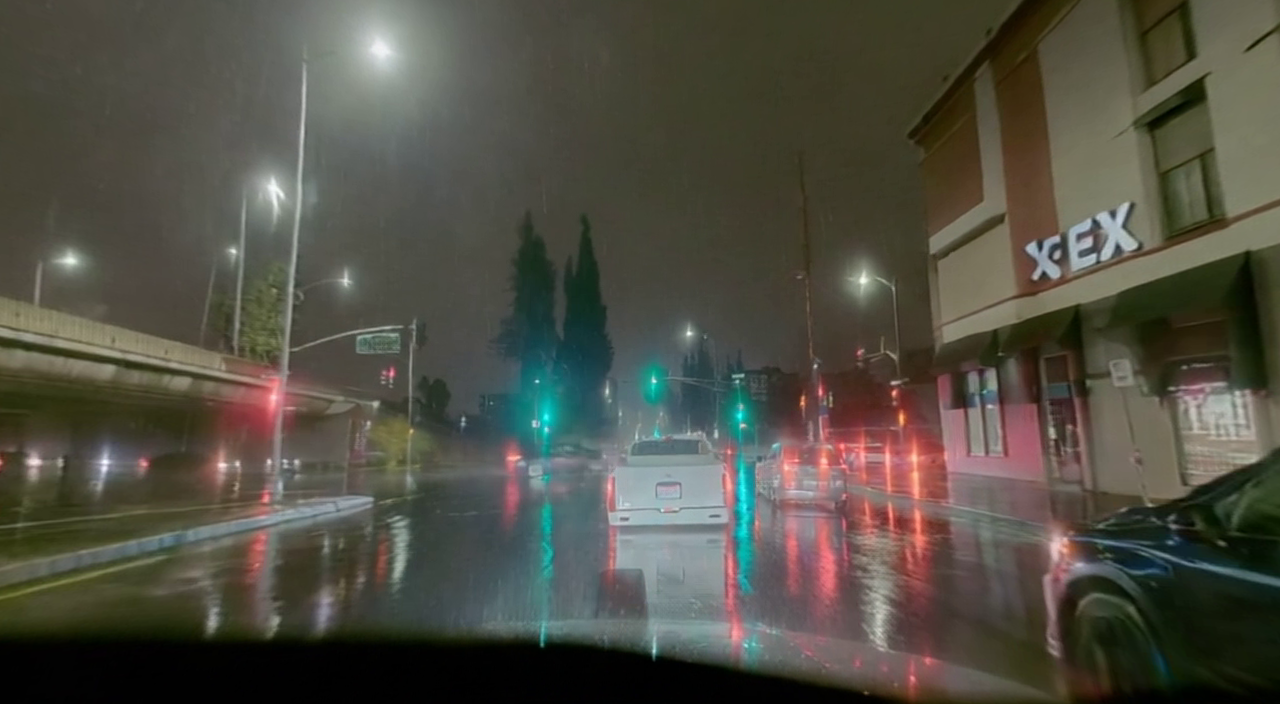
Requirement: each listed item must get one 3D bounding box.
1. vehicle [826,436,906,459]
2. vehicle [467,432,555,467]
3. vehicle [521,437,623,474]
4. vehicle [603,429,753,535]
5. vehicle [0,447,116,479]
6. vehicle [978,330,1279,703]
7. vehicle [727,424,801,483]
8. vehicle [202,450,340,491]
[{"bbox_3d":[14.564,6.188,40.796,4.498,1.439,1.842,0,-8,-1],"label":"vehicle"},{"bbox_3d":[-7.610,5.851,37.943,2.322,1.916,5.640,-4,-9,23],"label":"vehicle"},{"bbox_3d":[-3.179,4.892,30.058,4.546,1.611,1.832,6,-10,-37],"label":"vehicle"},{"bbox_3d":[0.562,2.144,11.026,2.101,1.467,4.210,0,-8,1],"label":"vehicle"},{"bbox_3d":[-31.860,6.072,34.554,4.474,1.673,2.010,0,-8,1],"label":"vehicle"},{"bbox_3d":[3.506,0.797,2.327,2.062,1.781,4.488,0,-8,1],"label":"vehicle"},{"bbox_3d":[4.529,3.778,23.745,2.080,1.999,4.379,-1,-8,2],"label":"vehicle"},{"bbox_3d":[-14.668,4.680,25.316,1.873,1.462,4.283,-6,-10,32],"label":"vehicle"}]
